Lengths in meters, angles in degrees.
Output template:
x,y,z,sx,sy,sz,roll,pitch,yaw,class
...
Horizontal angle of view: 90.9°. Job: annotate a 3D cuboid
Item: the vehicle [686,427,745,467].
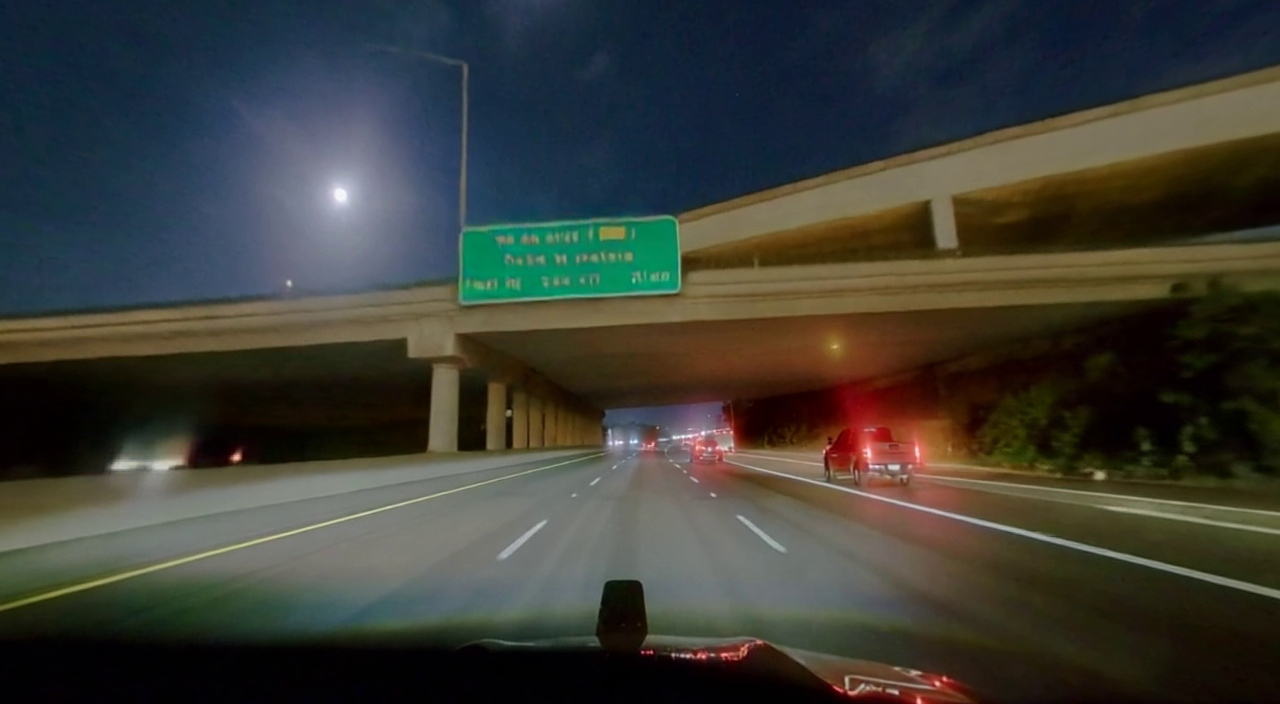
x,y,z,sx,sy,sz,roll,pitch,yaw,class
4.076,5.292,35.158,2.505,2.020,5.532,0,-8,0,vehicle
